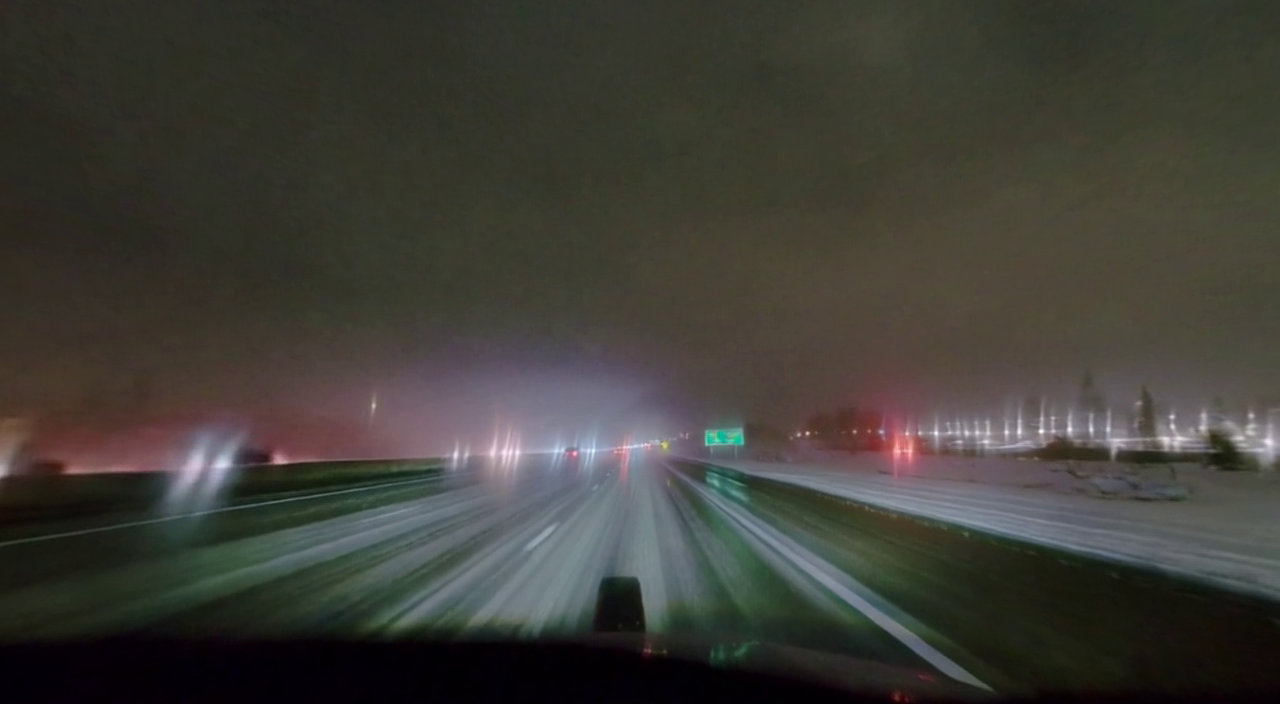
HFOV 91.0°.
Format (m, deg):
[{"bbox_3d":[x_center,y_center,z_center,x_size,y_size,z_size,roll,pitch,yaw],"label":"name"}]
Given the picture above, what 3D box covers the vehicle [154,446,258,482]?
[{"bbox_3d":[-20.261,5.232,29.660,1.867,1.547,4.145,0,-9,1],"label":"vehicle"}]
